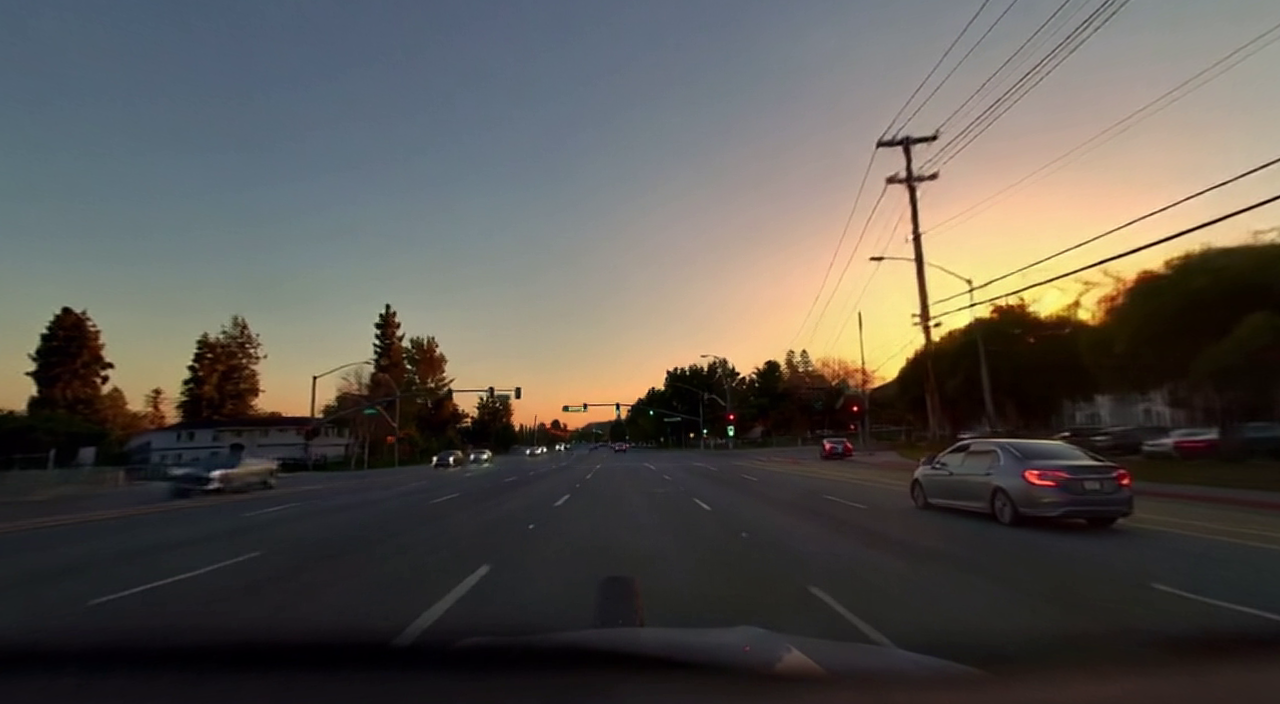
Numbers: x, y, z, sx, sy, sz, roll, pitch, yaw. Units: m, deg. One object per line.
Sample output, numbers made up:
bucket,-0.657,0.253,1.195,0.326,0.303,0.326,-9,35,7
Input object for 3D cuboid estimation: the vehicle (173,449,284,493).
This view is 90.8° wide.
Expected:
vehicle,-18.031,5.180,27.993,1.982,1.728,4.552,0,-8,-2

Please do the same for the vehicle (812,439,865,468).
vehicle,11.589,5.955,37.110,1.979,1.581,4.271,-1,-8,4

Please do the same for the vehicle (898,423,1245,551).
vehicle,6.199,1.980,10.032,2.113,1.520,4.650,0,-8,-2
